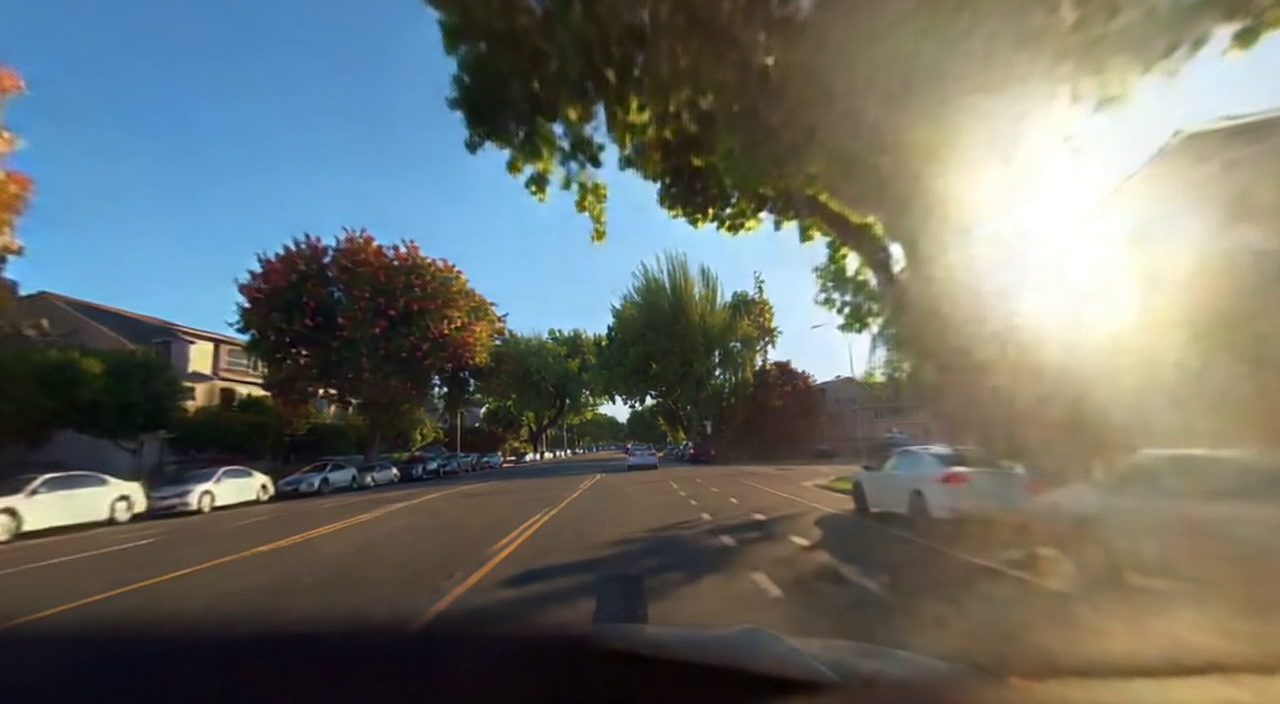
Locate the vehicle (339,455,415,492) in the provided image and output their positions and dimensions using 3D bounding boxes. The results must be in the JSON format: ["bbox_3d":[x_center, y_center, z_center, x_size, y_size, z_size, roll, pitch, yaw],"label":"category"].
[{"bbox_3d":[-12.469,5.752,30.213,1.810,1.399,4.285,-4,-9,0],"label":"vehicle"}]

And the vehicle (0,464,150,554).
[{"bbox_3d":[-12.498,3.098,12.775,1.877,1.505,4.125,0,-9,-1],"label":"vehicle"}]

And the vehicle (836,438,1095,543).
[{"bbox_3d":[5.263,2.279,11.172,1.978,1.438,4.716,0,-9,-1],"label":"vehicle"}]

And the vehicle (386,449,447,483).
[{"bbox_3d":[-12.642,6.449,36.025,1.938,1.738,4.516,0,-9,-1],"label":"vehicle"}]

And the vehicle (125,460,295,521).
[{"bbox_3d":[-12.401,3.981,18.689,1.916,1.463,4.564,0,-9,-2],"label":"vehicle"}]

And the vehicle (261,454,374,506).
[{"bbox_3d":[-12.242,4.849,24.423,1.905,1.503,5.015,-4,-7,-2],"label":"vehicle"}]

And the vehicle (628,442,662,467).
[{"bbox_3d":[0.285,6.393,39.639,2.022,1.471,3.973,0,-9,-1],"label":"vehicle"}]

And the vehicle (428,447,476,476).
[{"bbox_3d":[-12.531,7.304,42.441,1.904,1.805,5.100,0,-9,-3],"label":"vehicle"}]
